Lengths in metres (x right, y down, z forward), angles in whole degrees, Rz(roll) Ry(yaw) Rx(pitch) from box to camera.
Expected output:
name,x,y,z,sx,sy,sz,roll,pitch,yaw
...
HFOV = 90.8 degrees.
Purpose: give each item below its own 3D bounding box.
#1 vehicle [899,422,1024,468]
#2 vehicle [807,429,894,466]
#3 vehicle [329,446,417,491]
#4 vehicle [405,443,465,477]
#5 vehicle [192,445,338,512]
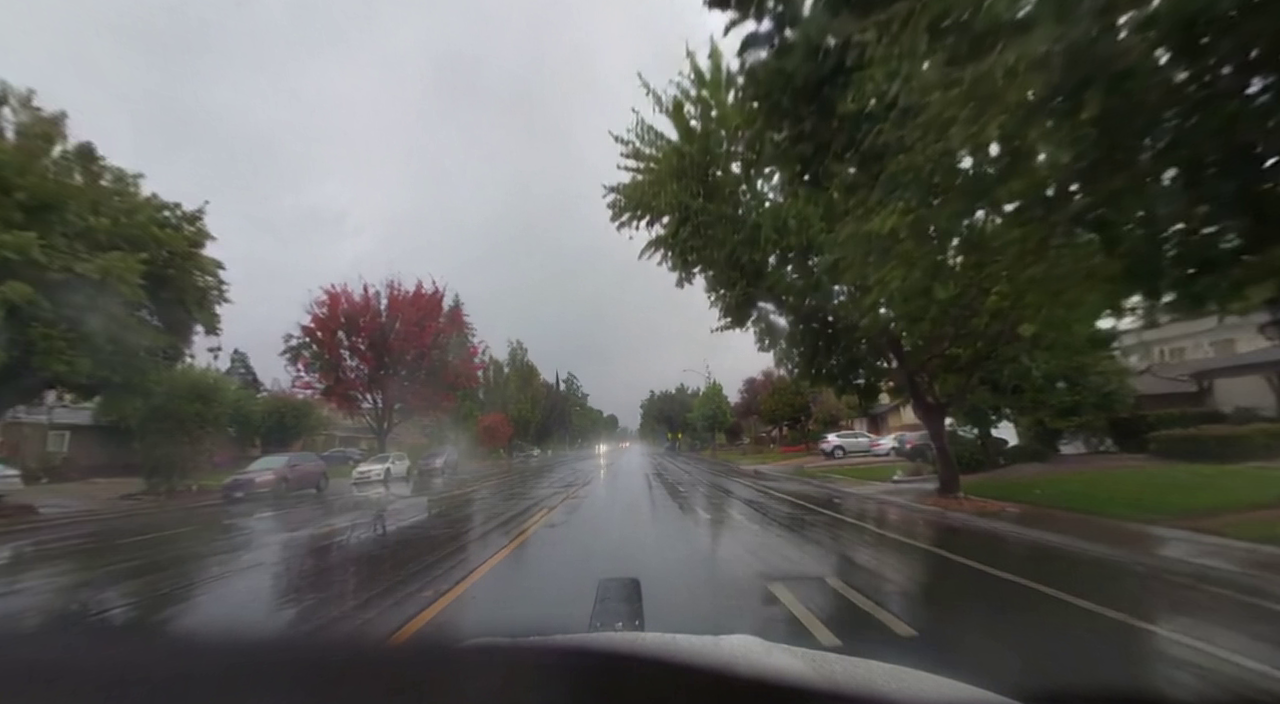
name,x,y,z,sx,sy,sz,roll,pitch,yaw
vehicle,14.528,4.209,28.785,4.498,1.831,2.059,-2,-7,-1
vehicle,12.124,5.500,36.570,4.194,1.850,1.951,-2,-7,-4
vehicle,-12.184,5.309,29.239,2.007,1.663,5.077,-2,-7,-1
vehicle,-12.364,6.526,38.494,2.105,1.930,4.541,0,-8,0
vehicle,-12.211,4.073,21.081,1.962,1.735,4.927,-2,-7,-1
